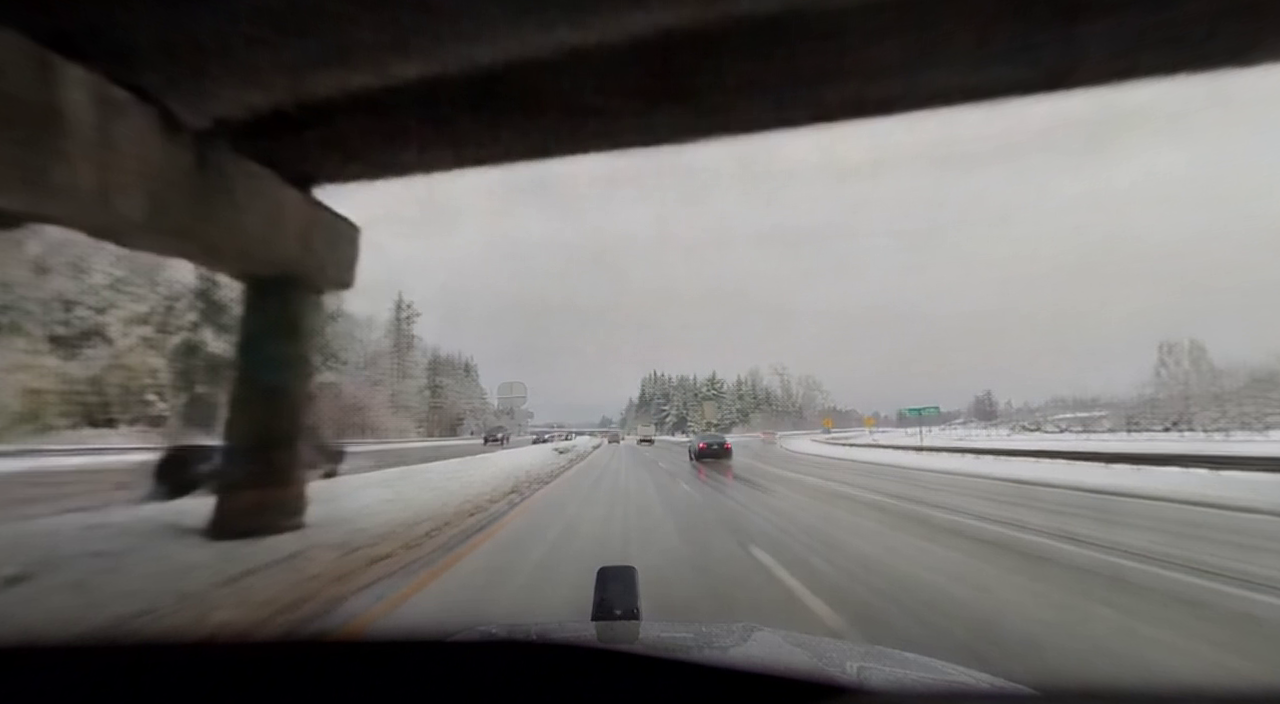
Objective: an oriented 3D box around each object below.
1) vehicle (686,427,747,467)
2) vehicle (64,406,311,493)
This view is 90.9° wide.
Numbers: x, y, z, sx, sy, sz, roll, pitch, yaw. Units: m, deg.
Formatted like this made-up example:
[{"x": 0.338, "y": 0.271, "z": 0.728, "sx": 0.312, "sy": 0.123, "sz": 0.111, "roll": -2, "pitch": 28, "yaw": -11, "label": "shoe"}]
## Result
[{"x": 3.153, "y": 4.010, "z": 26.806, "sx": 1.938, "sy": 1.578, "sz": 3.764, "roll": 0, "pitch": -8, "yaw": -3, "label": "vehicle"}, {"x": -9.235, "y": 2.028, "z": 13.495, "sx": 2.011, "sy": 1.519, "sz": 4.508, "roll": 0, "pitch": -8, "yaw": -1, "label": "vehicle"}]
